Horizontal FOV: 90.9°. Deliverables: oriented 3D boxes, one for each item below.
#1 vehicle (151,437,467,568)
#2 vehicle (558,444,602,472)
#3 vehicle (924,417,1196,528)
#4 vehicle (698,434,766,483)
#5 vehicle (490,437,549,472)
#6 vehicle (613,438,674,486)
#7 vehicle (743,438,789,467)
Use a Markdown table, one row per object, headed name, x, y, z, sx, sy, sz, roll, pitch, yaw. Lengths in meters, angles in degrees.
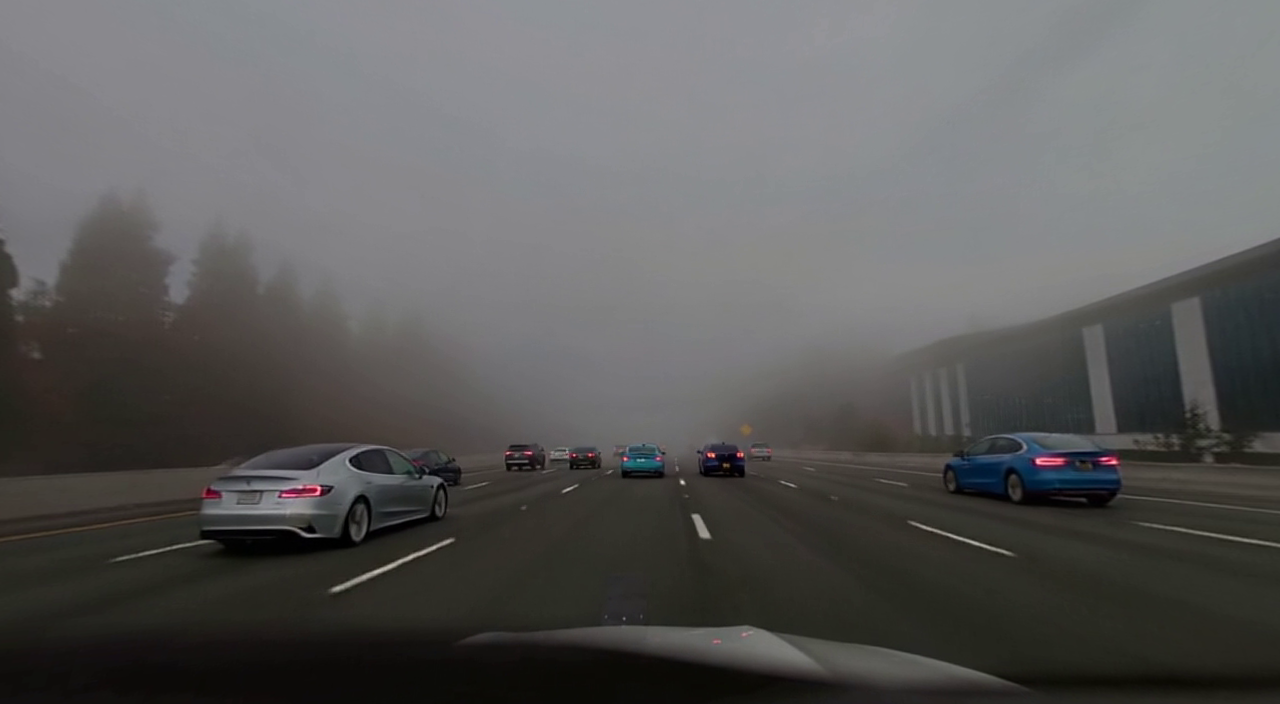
| name | x | y | z | sx | sy | sz | roll | pitch | yaw |
| --- | --- | --- | --- | --- | --- | --- | --- | --- | --- |
| vehicle | -4.475 | 2.076 | 9.638 | 2.116 | 1.473 | 4.644 | -1 | -8 | 3 |
| vehicle | -3.370 | 6.013 | 36.115 | 1.886 | 1.455 | 4.148 | -1 | -8 | 3 |
| vehicle | 7.742 | 2.261 | 12.469 | 1.960 | 1.726 | 5.016 | 0 | -8 | 1 |
| vehicle | 3.491 | 4.119 | 24.674 | 2.114 | 1.715 | 4.136 | -1 | -8 | 1 |
| vehicle | -6.970 | 6.002 | 37.179 | 2.187 | 1.851 | 5.085 | -1 | -8 | 3 |
| vehicle | 0.222 | 4.111 | 23.958 | 2.102 | 1.624 | 4.257 | -1 | -8 | 3 |
| vehicle | 8.046 | 6.440 | 40.620 | 2.071 | 1.754 | 4.484 | -1 | -8 | 1 |
